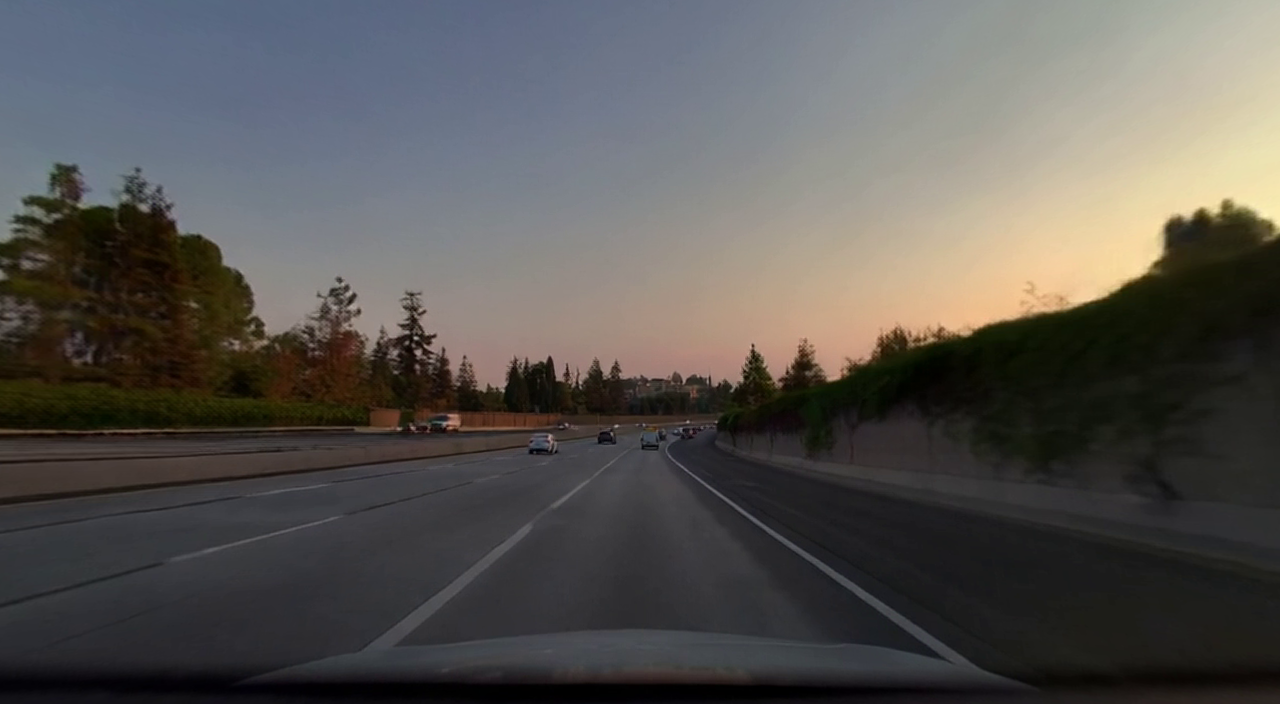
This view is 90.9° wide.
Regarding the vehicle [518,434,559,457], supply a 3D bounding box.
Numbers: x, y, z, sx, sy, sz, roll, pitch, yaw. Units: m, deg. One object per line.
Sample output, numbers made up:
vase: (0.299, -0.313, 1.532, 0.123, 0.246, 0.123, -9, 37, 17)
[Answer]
vehicle: (-6.857, 6.393, 43.082, 1.966, 1.488, 4.243, -1, -8, 2)
